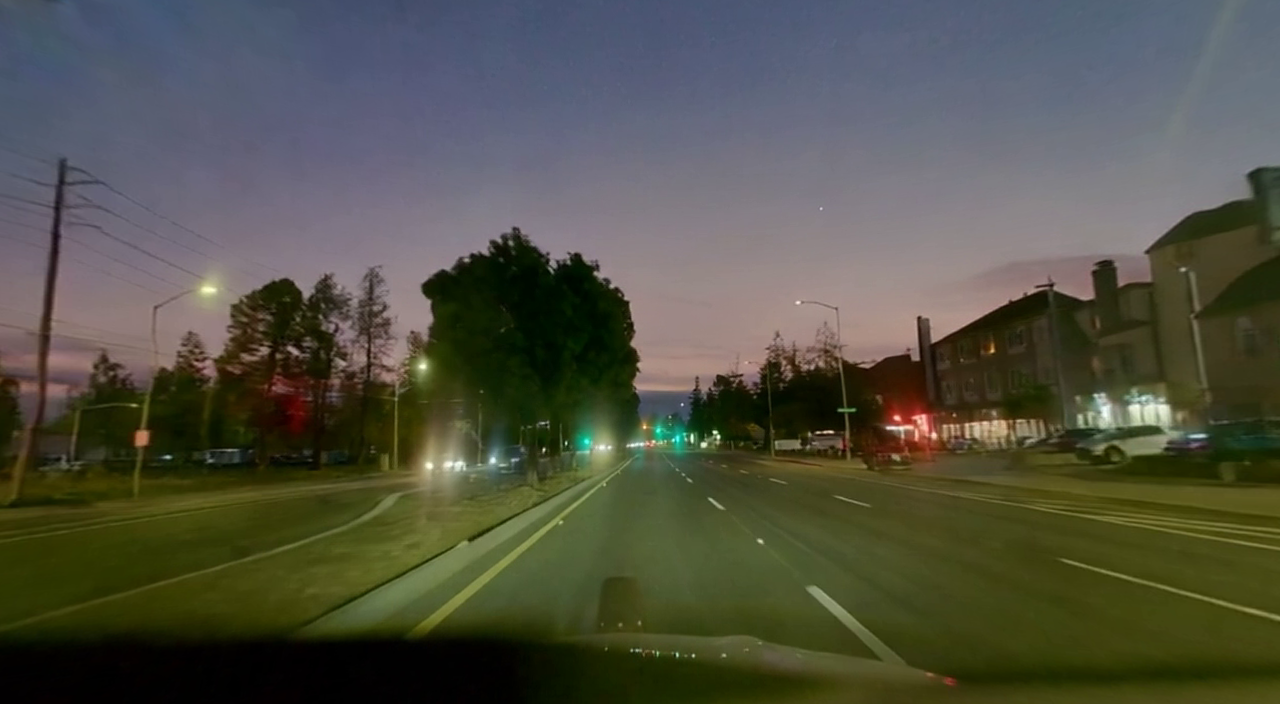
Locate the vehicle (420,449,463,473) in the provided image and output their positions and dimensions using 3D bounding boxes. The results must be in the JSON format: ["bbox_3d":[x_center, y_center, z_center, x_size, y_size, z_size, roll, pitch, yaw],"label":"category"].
[{"bbox_3d":[-15.534,8.532,49.576,1.930,1.738,4.339,0,-9,0],"label":"vehicle"}]

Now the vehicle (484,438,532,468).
[{"bbox_3d":[-9.526,7.371,46.030,2.180,2.034,5.429,-1,-9,1],"label":"vehicle"}]
